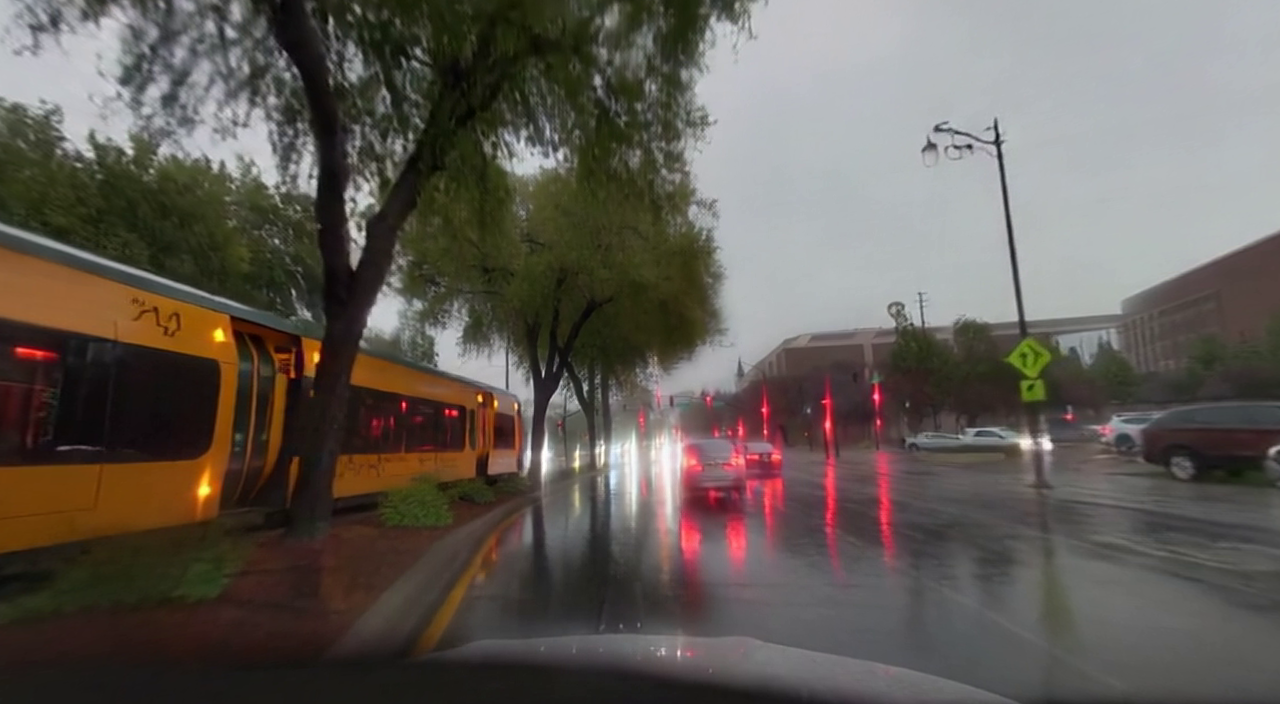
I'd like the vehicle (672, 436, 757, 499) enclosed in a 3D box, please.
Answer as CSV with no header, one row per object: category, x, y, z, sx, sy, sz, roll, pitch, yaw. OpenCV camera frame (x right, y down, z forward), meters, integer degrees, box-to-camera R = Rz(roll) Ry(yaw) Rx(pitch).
vehicle,1.868,3.056,17.149,2.002,1.471,4.337,0,-8,3

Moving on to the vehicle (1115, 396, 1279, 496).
vehicle,14.902,2.232,15.615,2.221,2.116,5.535,-2,-7,4

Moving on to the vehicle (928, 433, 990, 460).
vehicle,19.265,5.726,38.377,1.831,1.545,3.872,0,-8,2

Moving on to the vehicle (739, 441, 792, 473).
vehicle,6.107,5.154,31.231,1.944,1.447,4.392,0,-8,3

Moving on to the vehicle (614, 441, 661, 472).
vehicle,-0.059,5.284,32.209,2.118,1.478,4.076,-1,-8,4

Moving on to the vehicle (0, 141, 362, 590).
vehicle,-6.816,0.008,4.428,2.897,3.700,13.528,-1,-7,4

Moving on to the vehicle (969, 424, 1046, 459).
vehicle,21.735,5.322,37.593,2.116,1.937,4.515,-1,-8,5
